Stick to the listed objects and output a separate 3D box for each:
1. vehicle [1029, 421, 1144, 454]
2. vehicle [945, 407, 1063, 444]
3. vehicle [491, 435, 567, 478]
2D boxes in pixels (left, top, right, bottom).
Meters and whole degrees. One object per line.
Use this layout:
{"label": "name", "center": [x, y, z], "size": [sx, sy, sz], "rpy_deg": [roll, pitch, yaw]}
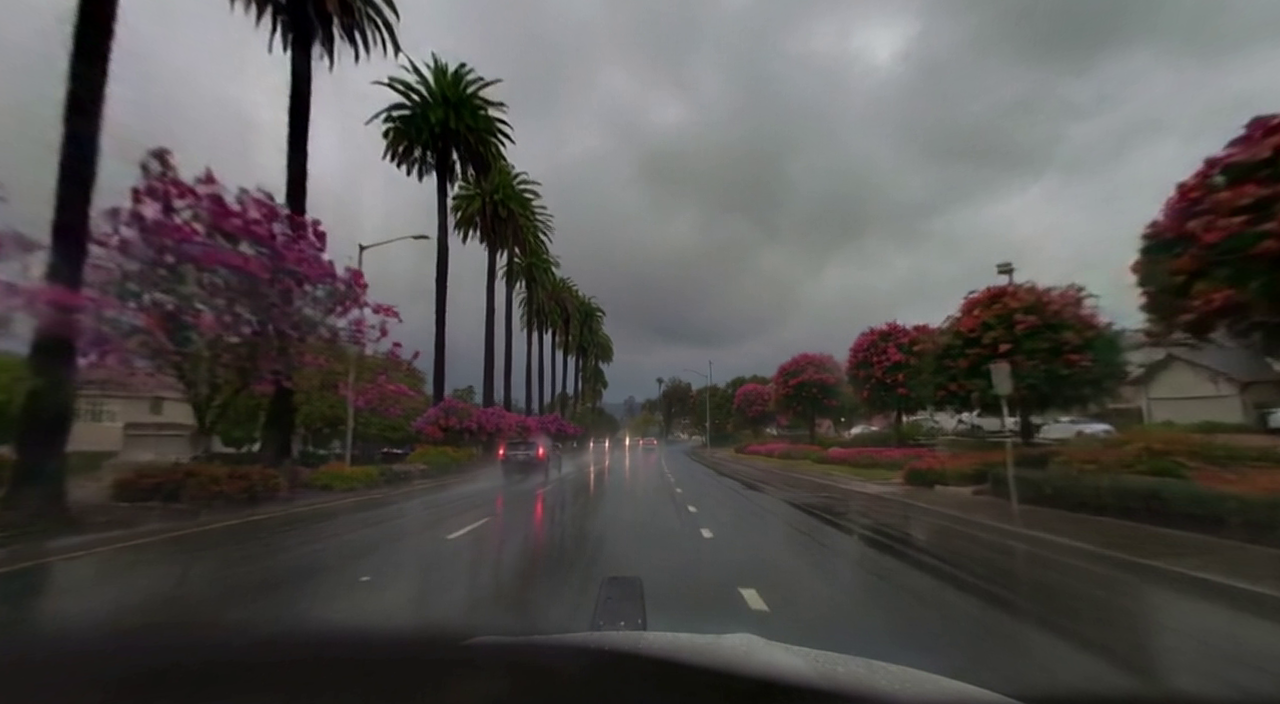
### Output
{"label": "vehicle", "center": [21.562, 4.124, 30.459], "size": [4.168, 1.489, 1.768], "rpy_deg": [0, -6, 2]}
{"label": "vehicle", "center": [21.211, 4.339, 36.749], "size": [5.458, 2.044, 2.299], "rpy_deg": [0, -8, -2]}
{"label": "vehicle", "center": [-4.136, 3.966, 24.184], "size": [2.036, 1.478, 4.508], "rpy_deg": [0, -8, 1]}
